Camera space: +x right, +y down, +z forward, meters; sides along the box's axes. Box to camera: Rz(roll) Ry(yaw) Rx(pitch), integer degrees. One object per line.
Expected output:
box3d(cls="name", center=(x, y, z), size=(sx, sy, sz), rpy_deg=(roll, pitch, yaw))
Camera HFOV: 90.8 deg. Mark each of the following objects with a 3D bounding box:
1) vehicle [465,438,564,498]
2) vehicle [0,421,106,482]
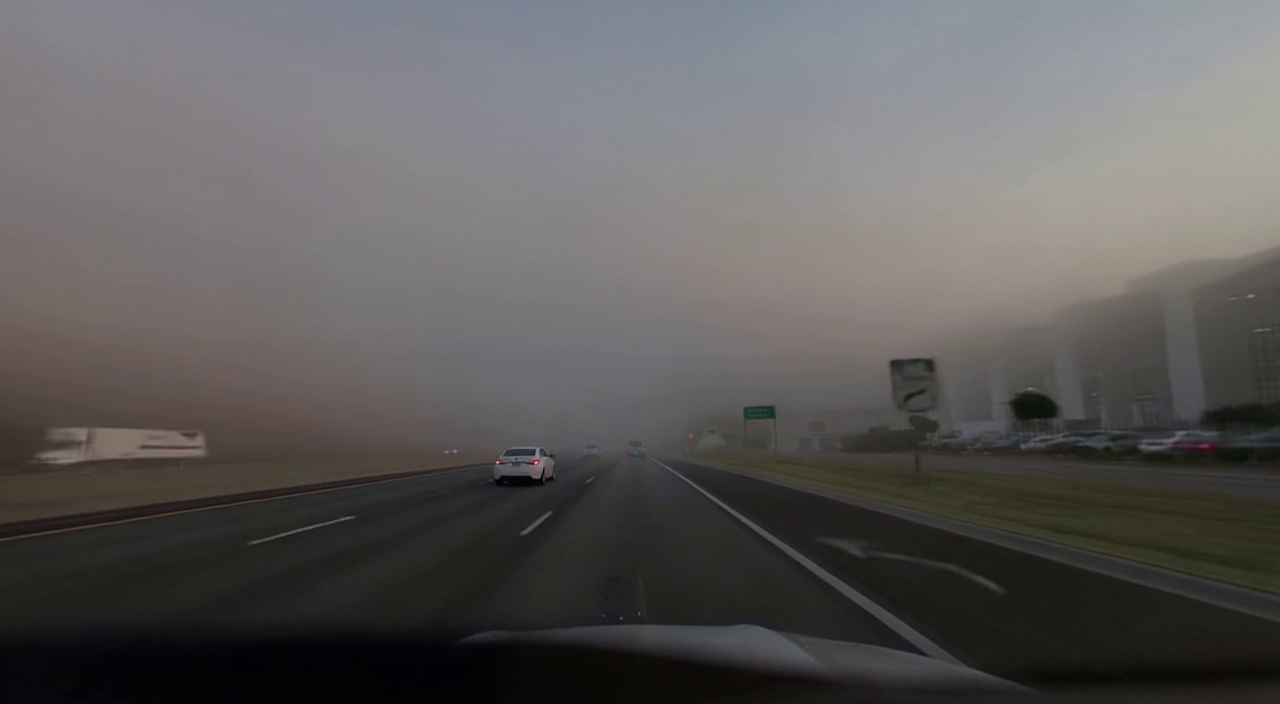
box3d(cls="vehicle", center=(-3.345, 3.192, 17.729), size=(1.920, 1.463, 4.134), rpy_deg=(0, -8, 0))
box3d(cls="vehicle", center=(-39.586, 6.633, 42.191), size=(3.158, 3.804, 5.041), rpy_deg=(0, -9, -1))
